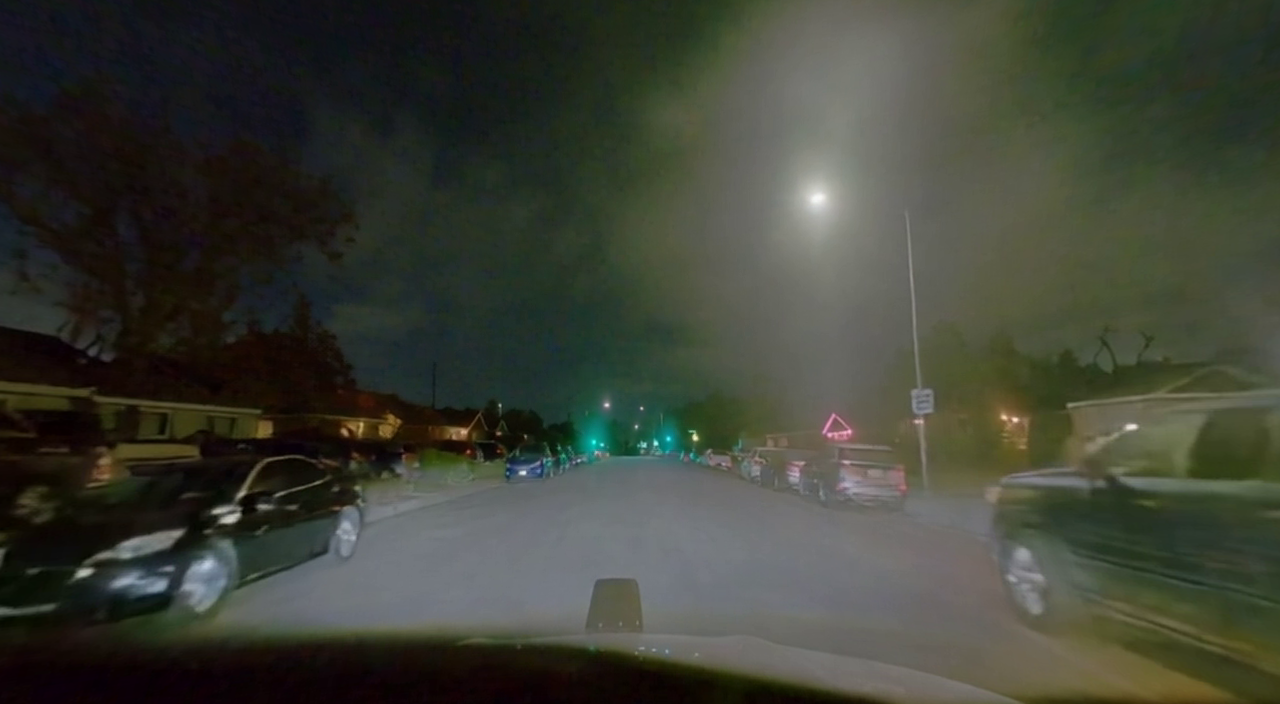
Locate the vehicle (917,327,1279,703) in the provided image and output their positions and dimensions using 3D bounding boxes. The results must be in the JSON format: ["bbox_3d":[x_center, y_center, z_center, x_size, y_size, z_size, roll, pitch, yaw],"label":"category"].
[{"bbox_3d":[3.744,0.907,2.650,2.415,1.963,5.688,0,-8,-2],"label":"vehicle"}]

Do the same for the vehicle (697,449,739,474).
[{"bbox_3d":[4.844,6.875,39.855,1.847,1.448,4.162,0,-9,-3],"label":"vehicle"}]

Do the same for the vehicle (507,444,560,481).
[{"bbox_3d":[-4.921,5.185,29.712,1.983,1.579,3.879,1,-9,-2],"label":"vehicle"}]

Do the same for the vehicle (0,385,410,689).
[{"bbox_3d":[-5.016,1.795,7.503,2.394,2.089,5.951,-3,-9,-1],"label":"vehicle"}]

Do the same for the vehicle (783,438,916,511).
[{"bbox_3d":[5.080,3.016,16.005,1.826,1.566,4.307,0,-9,-1],"label":"vehicle"}]

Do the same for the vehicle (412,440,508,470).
[{"bbox_3d":[-11.940,6.846,42.188,5.755,1.869,2.194,1,-8,-2],"label":"vehicle"}]
